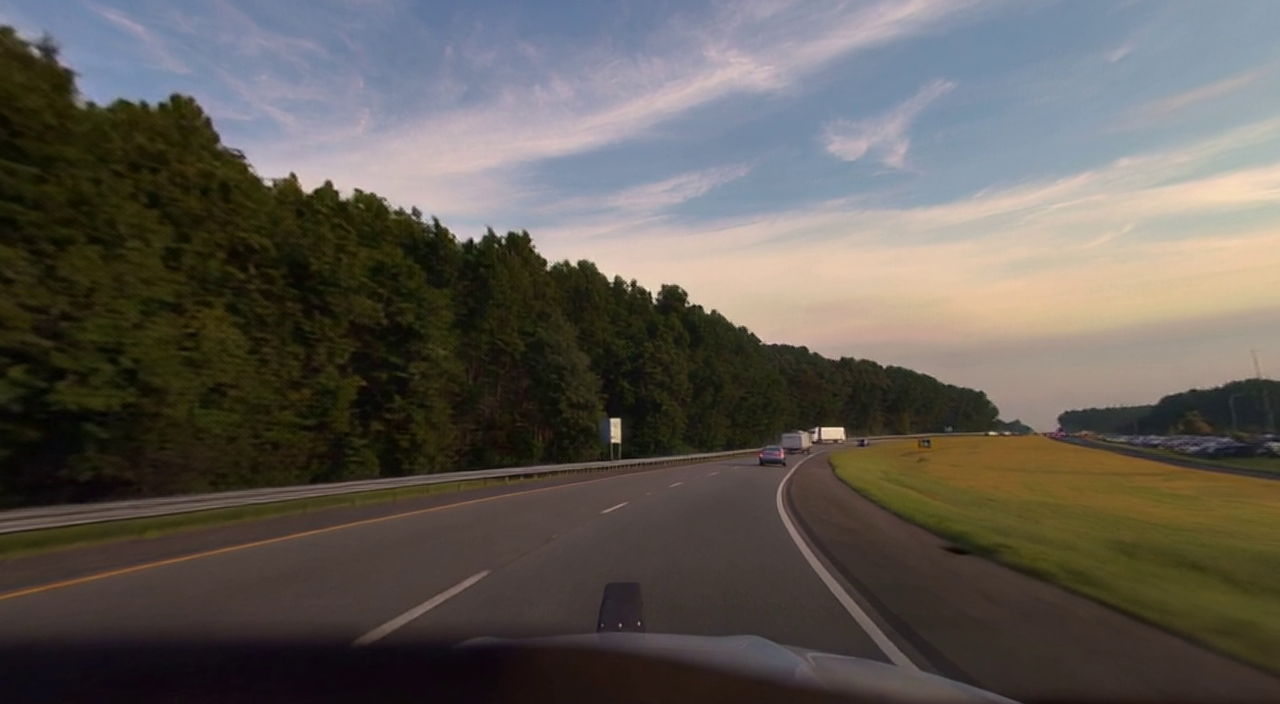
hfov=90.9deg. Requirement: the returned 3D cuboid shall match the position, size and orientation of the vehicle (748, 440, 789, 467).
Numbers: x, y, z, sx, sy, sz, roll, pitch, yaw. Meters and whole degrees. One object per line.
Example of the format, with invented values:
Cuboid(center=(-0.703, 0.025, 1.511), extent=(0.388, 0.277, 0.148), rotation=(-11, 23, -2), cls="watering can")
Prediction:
Cuboid(center=(8.587, 6.713, 41.825), extent=(2.221, 1.674, 4.325), rotation=(-3, -9, 16), cls="vehicle")
